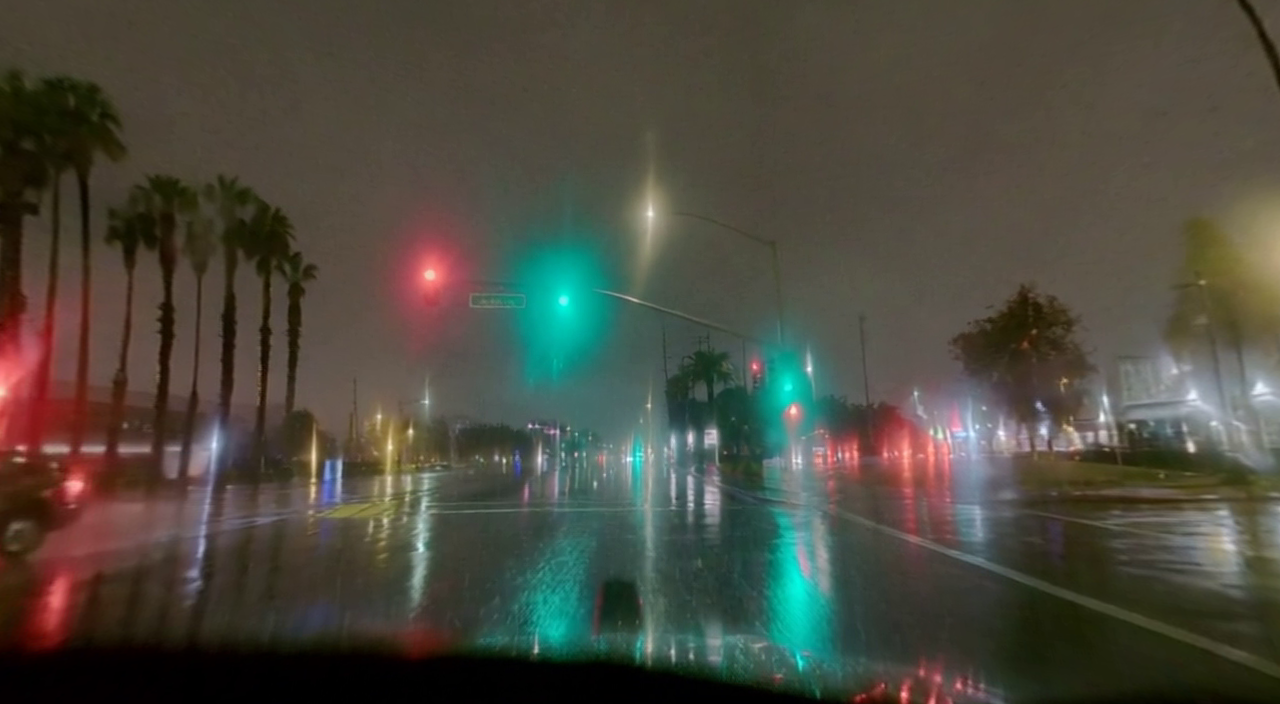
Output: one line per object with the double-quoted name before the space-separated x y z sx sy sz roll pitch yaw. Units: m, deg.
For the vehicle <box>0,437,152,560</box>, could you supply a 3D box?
"vehicle" -10.734 2.254 9.819 2.270 1.833 4.860 0 -9 0
